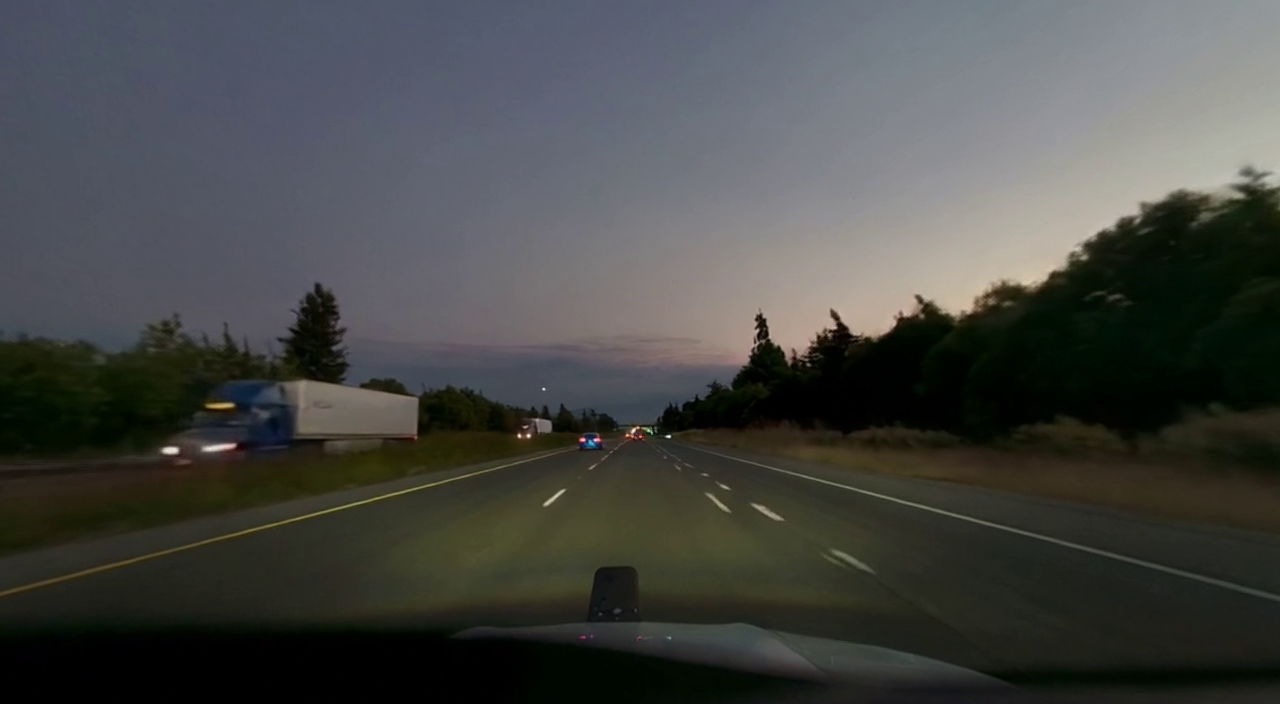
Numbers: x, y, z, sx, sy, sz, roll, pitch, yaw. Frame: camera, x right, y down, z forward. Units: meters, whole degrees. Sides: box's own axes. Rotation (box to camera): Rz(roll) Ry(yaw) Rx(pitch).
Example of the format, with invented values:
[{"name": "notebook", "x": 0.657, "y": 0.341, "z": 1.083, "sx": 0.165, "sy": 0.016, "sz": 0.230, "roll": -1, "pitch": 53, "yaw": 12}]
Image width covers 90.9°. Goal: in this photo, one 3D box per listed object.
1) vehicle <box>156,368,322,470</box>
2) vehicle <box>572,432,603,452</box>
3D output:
[{"name": "vehicle", "x": -16.511, "y": 2.879, "z": 26.572, "sx": 2.985, "sy": 3.825, "sz": 5.832, "roll": 0, "pitch": -8, "yaw": 0}, {"name": "vehicle", "x": -3.898, "y": 6.771, "z": 47.574, "sx": 2.085, "sy": 1.479, "sz": 3.846, "roll": 0, "pitch": -8, "yaw": -1}]
